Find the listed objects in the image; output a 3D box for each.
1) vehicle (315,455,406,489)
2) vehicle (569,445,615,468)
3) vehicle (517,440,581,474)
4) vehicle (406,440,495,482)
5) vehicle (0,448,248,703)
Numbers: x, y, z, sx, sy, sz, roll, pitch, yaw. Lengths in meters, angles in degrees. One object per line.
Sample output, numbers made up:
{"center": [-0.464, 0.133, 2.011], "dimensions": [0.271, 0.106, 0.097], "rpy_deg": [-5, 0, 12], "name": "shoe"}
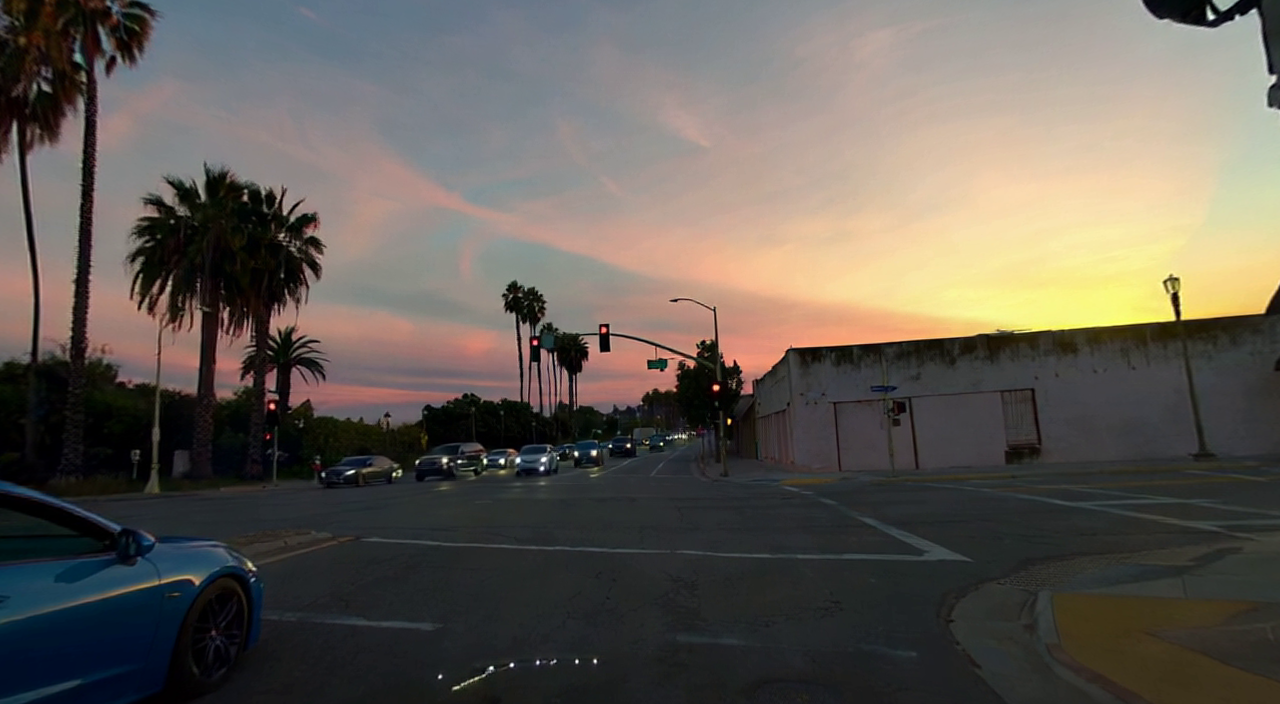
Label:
{"center": [-13.011, 5.589, 29.724], "dimensions": [1.880, 1.440, 4.418], "rpy_deg": [-1, -9, 6], "name": "vehicle"}
{"center": [-3.246, 7.208, 43.841], "dimensions": [1.839, 1.468, 4.549], "rpy_deg": [-2, -9, 13], "name": "vehicle"}
{"center": [-4.890, 5.726, 34.639], "dimensions": [2.092, 1.709, 4.775], "rpy_deg": [-2, -9, 9], "name": "vehicle"}
{"center": [-9.082, 5.292, 30.936], "dimensions": [2.152, 1.825, 5.406], "rpy_deg": [-1, -9, 7], "name": "vehicle"}
{"center": [-3.698, 1.018, 2.260], "dimensions": [1.850, 1.325, 4.295], "rpy_deg": [0, -9, 0], "name": "vehicle"}
